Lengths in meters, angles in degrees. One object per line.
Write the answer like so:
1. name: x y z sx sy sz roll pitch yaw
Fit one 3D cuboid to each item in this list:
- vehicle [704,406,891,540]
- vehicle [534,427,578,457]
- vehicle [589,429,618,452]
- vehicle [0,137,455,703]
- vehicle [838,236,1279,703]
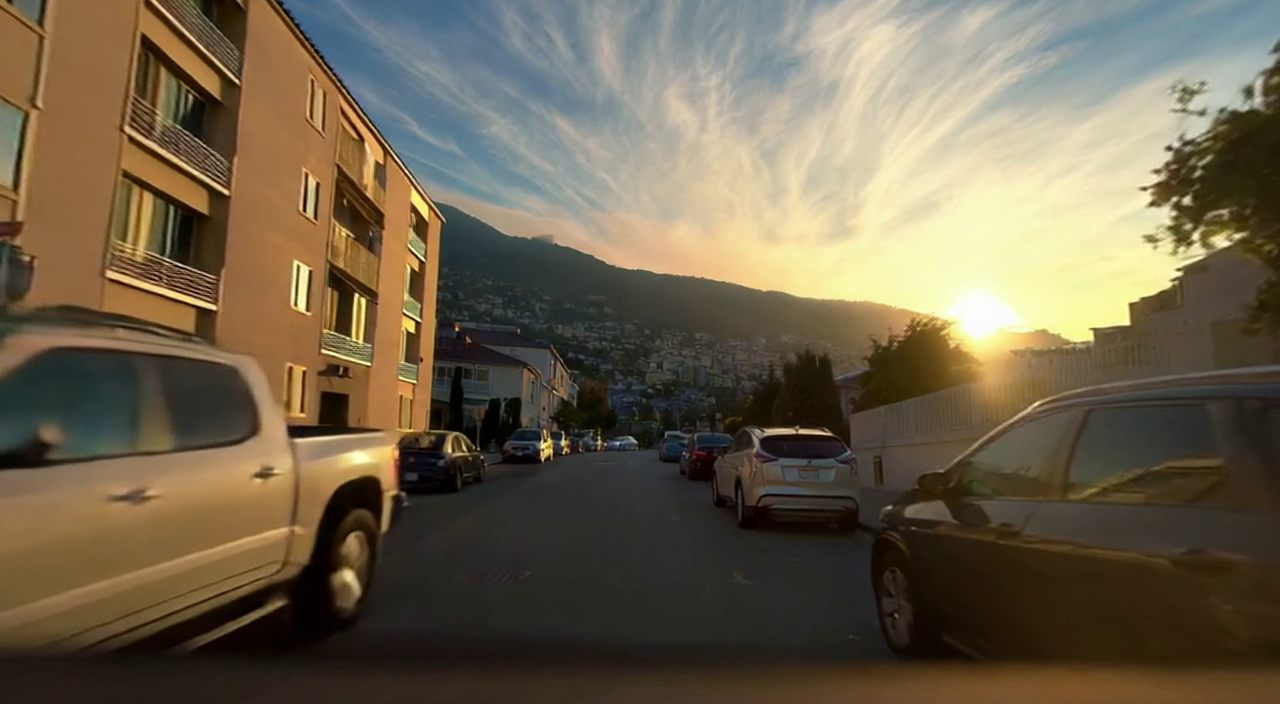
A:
1. vehicle: 2.203 1.799 9.996 1.839 1.678 3.918 0 -8 -2
2. vehicle: -4.769 5.224 36.285 1.872 1.484 3.978 5 -9 1
3. vehicle: -2.530 6.250 44.444 1.845 1.544 3.388 0 -8 -1
4. vehicle: -2.850 0.619 2.912 2.195 2.103 5.420 0 -8 1
5. vehicle: 2.249 0.739 2.066 1.897 1.717 4.028 0 -8 0
